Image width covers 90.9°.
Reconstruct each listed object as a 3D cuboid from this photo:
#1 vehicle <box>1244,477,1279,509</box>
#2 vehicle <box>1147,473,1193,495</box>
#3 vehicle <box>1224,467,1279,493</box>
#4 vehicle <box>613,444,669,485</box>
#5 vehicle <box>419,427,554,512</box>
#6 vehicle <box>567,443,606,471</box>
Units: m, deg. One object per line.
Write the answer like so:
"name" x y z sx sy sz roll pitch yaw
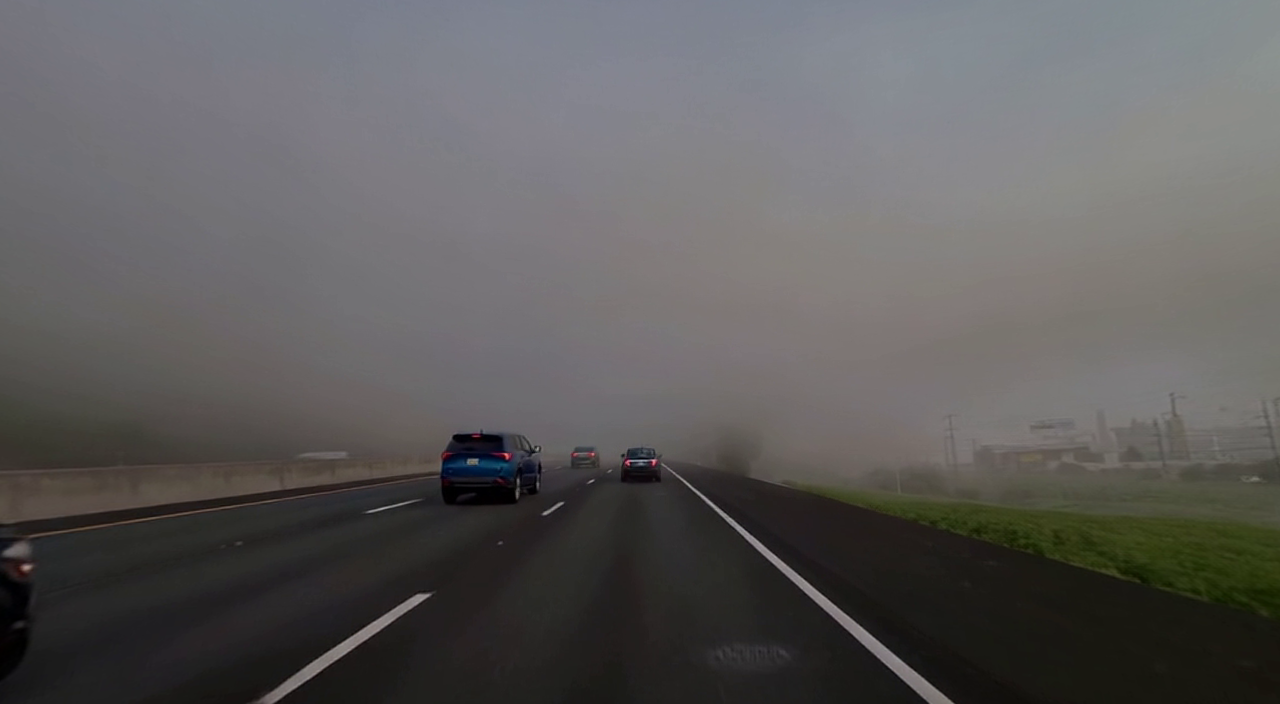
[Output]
"vehicle" 36.637 8.135 36.536 1.844 1.467 4.653 -7 -11 38
"vehicle" 39.783 9.851 47.283 4.203 1.418 1.942 8 -12 -42
"vehicle" 47.684 9.906 48.934 4.590 1.756 2.059 5 -10 -30
"vehicle" 0.020 4.376 24.866 2.047 1.473 3.978 0 -8 0
"vehicle" -3.603 2.861 15.863 2.133 1.789 4.518 -1 -8 2
"vehicle" -3.439 6.785 41.014 1.993 1.717 4.321 -1 -8 2
